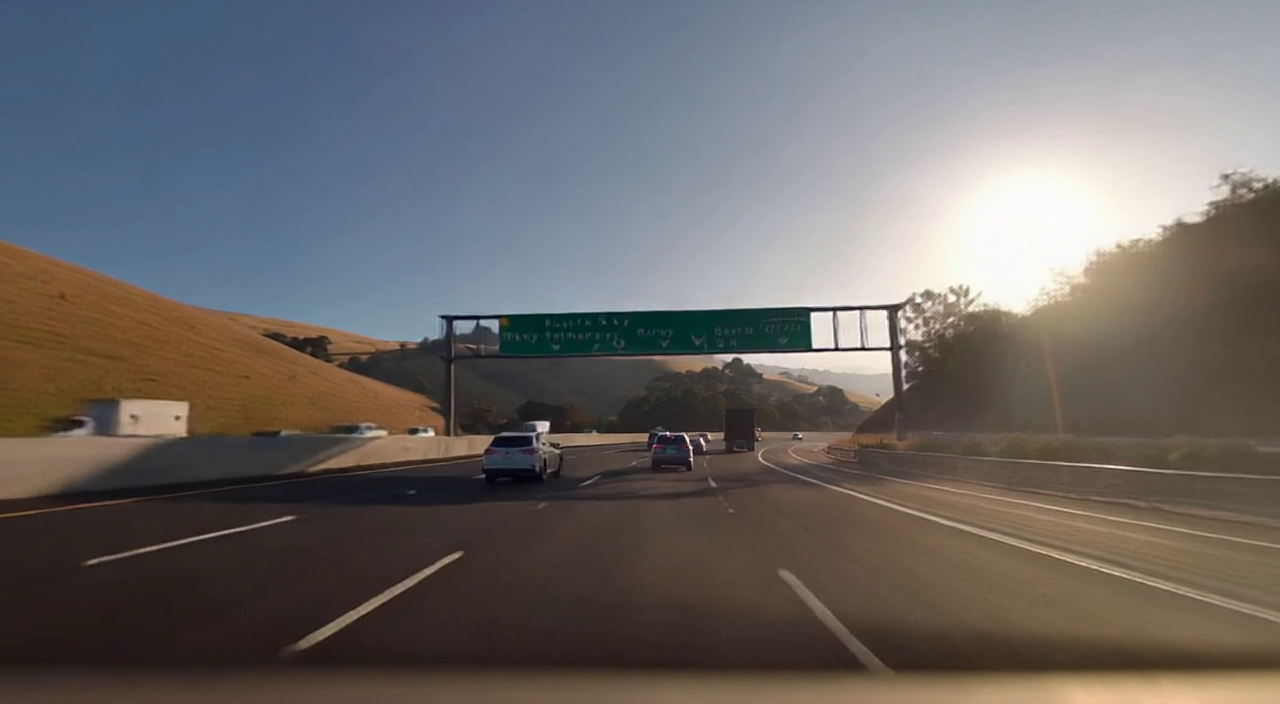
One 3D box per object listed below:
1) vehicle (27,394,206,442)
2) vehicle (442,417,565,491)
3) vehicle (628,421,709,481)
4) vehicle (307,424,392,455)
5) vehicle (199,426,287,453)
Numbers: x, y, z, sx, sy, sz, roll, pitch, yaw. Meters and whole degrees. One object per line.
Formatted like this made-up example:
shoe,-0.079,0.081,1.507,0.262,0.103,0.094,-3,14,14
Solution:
vehicle,-40.299,5.399,49.596,3.183,3.239,12.201,-1,-8,3
vehicle,-3.460,2.702,16.985,2.077,1.712,4.406,-1,-8,4
vehicle,1.037,3.362,21.618,2.484,1.820,4.497,-1,-8,4
vehicle,-15.842,4.828,34.670,2.217,1.546,4.425,-1,-8,6
vehicle,-22.804,5.050,36.468,1.954,1.450,4.345,-1,-8,6
